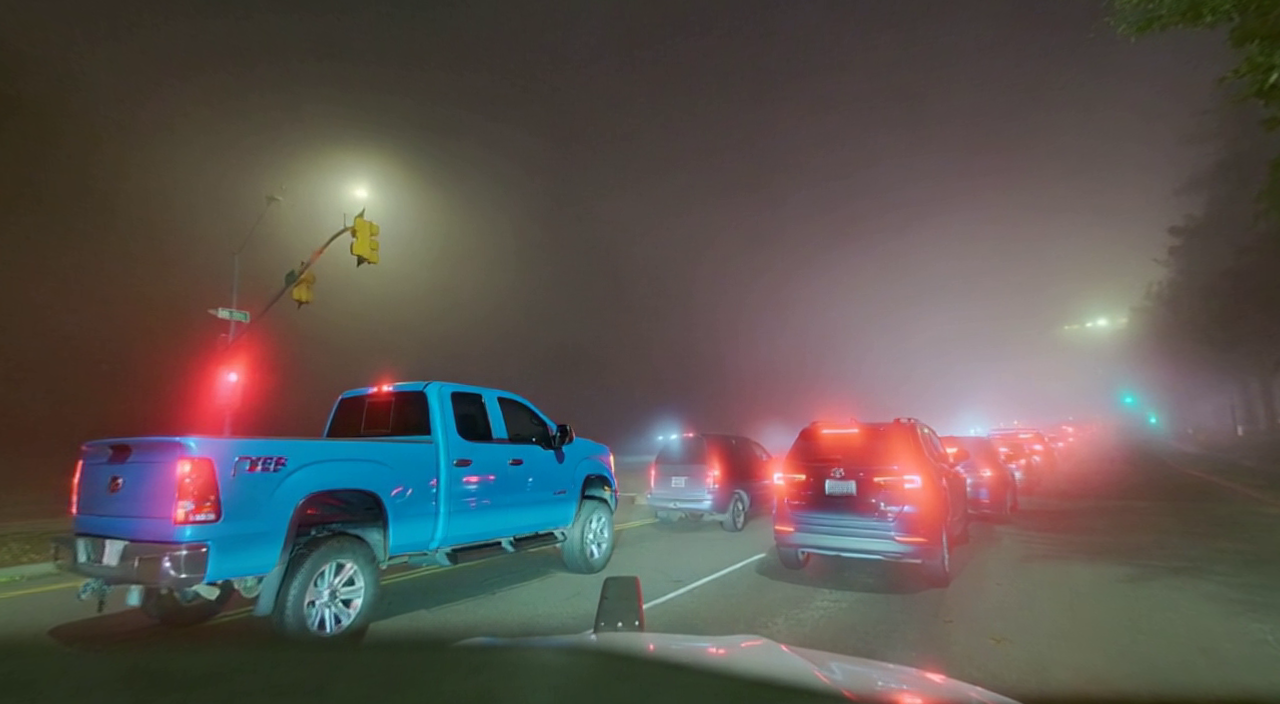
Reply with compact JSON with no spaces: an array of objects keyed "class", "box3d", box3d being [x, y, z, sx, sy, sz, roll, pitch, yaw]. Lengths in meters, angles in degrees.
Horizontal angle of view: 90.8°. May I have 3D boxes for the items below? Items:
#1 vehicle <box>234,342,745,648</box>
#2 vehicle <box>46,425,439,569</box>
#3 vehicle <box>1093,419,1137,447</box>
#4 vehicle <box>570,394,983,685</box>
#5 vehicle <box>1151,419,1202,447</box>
[{"class":"vehicle","box3d":[-0.872,1.405,7.460,2.272,2.016,6.146,-5,-10,28]},{"class":"vehicle","box3d":[-5.948,2.127,10.193,1.982,1.712,4.862,-6,-10,35]},{"class":"vehicle","box3d":[32.845,5.669,43.737,2.160,1.790,4.303,-6,-10,35]},{"class":"vehicle","box3d":[1.711,1.375,5.985,2.027,1.549,4.801,-6,-10,35]},{"class":"vehicle","box3d":[35.862,5.470,42.275,2.183,1.714,4.491,-6,-11,36]}]
